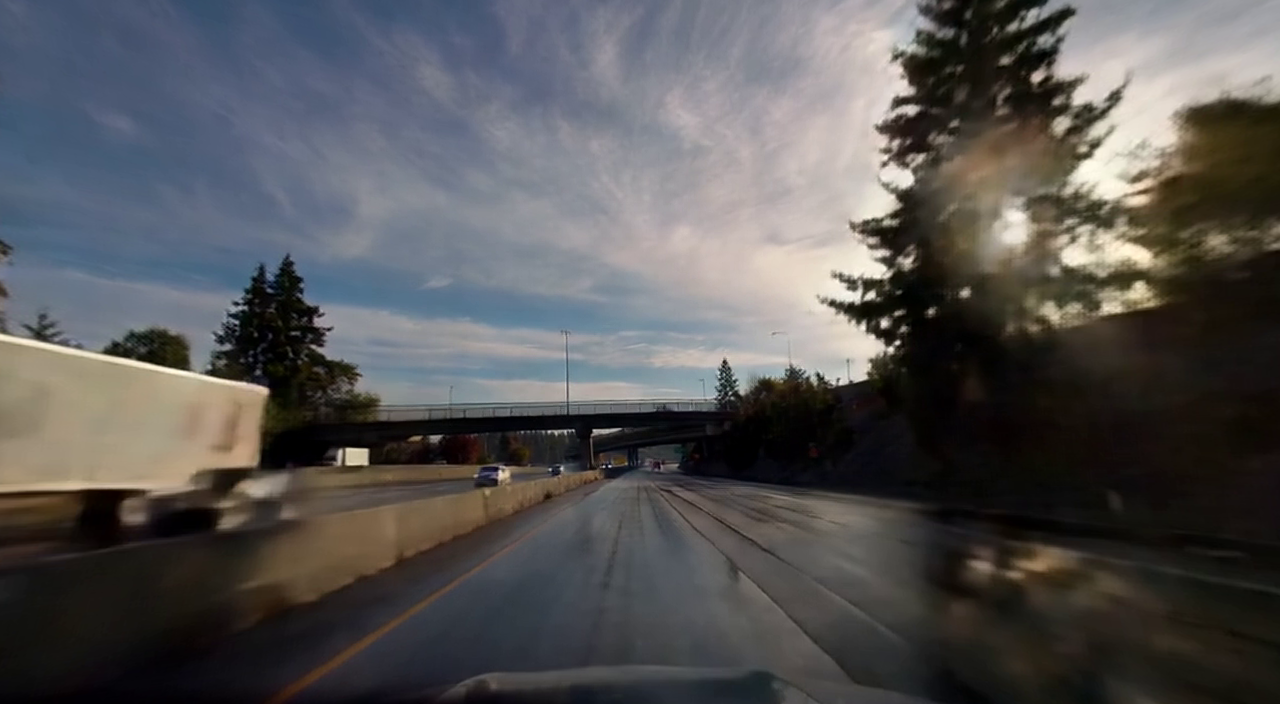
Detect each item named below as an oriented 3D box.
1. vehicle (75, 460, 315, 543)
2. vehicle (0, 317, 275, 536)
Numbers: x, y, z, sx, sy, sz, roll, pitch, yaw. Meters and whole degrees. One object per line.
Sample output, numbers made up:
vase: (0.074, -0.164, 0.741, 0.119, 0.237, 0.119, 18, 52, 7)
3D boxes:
vehicle: (-8.859, 2.996, 13.132, 1.903, 1.395, 4.235, 1, -10, -1)
vehicle: (-13.480, 1.786, 14.007, 2.839, 4.045, 13.207, 1, -10, 0)
